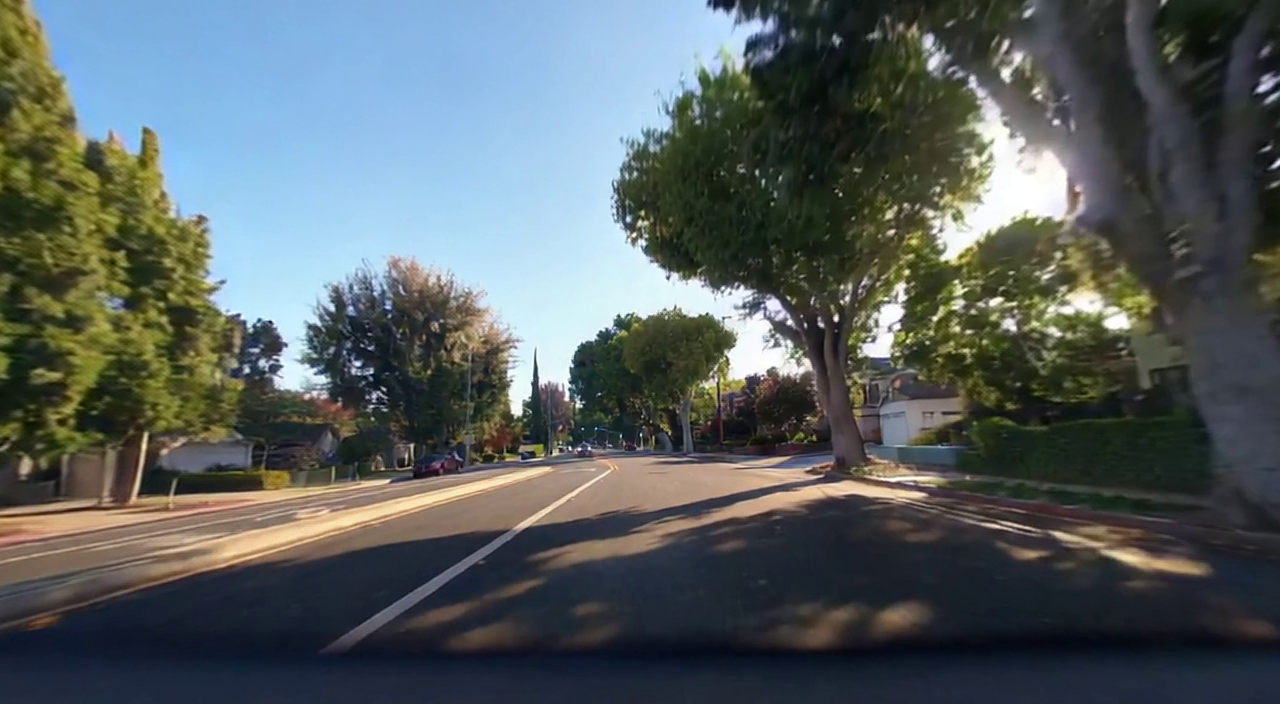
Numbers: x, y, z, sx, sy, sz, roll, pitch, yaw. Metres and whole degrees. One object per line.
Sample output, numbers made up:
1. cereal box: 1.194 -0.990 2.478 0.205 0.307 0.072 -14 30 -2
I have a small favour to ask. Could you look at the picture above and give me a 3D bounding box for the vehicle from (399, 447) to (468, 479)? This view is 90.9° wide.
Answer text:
1. vehicle: -11.995 6.446 37.040 2.066 1.681 5.292 -1 -8 2
